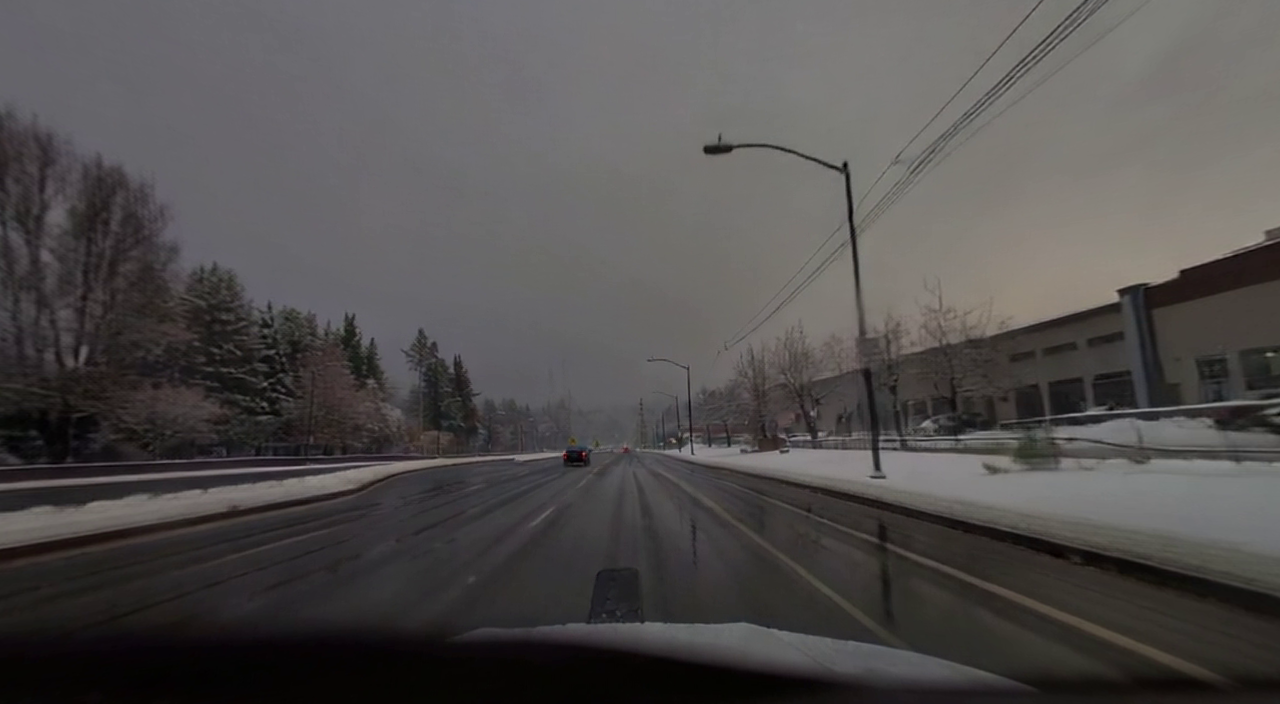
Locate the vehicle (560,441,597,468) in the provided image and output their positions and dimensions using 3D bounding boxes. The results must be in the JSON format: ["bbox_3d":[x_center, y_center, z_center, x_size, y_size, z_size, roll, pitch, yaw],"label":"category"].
[{"bbox_3d":[-4.015,6.777,41.882,2.121,1.654,3.993,0,-8,-1],"label":"vehicle"}]
